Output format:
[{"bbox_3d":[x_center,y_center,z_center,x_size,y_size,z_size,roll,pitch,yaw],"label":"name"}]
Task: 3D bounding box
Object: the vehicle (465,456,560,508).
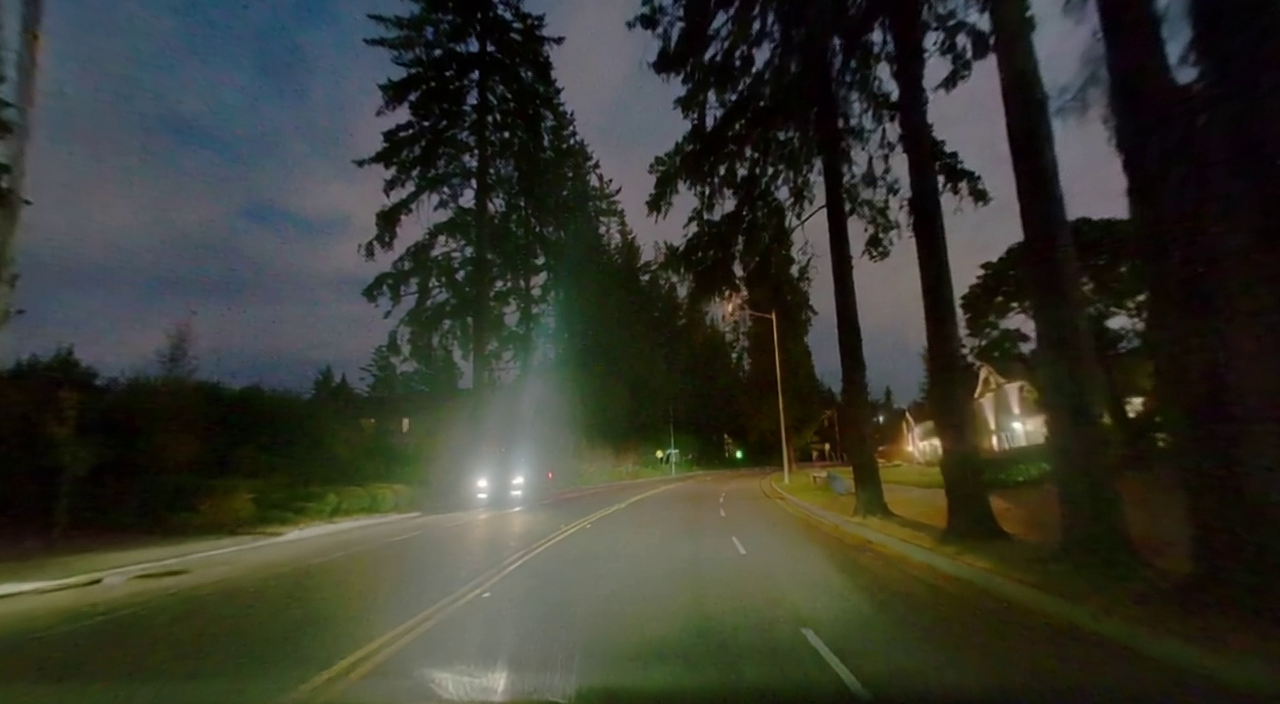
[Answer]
[{"bbox_3d":[-4.546,4.780,23.289,2.002,1.601,5.012,-3,-11,6],"label":"vehicle"}]
